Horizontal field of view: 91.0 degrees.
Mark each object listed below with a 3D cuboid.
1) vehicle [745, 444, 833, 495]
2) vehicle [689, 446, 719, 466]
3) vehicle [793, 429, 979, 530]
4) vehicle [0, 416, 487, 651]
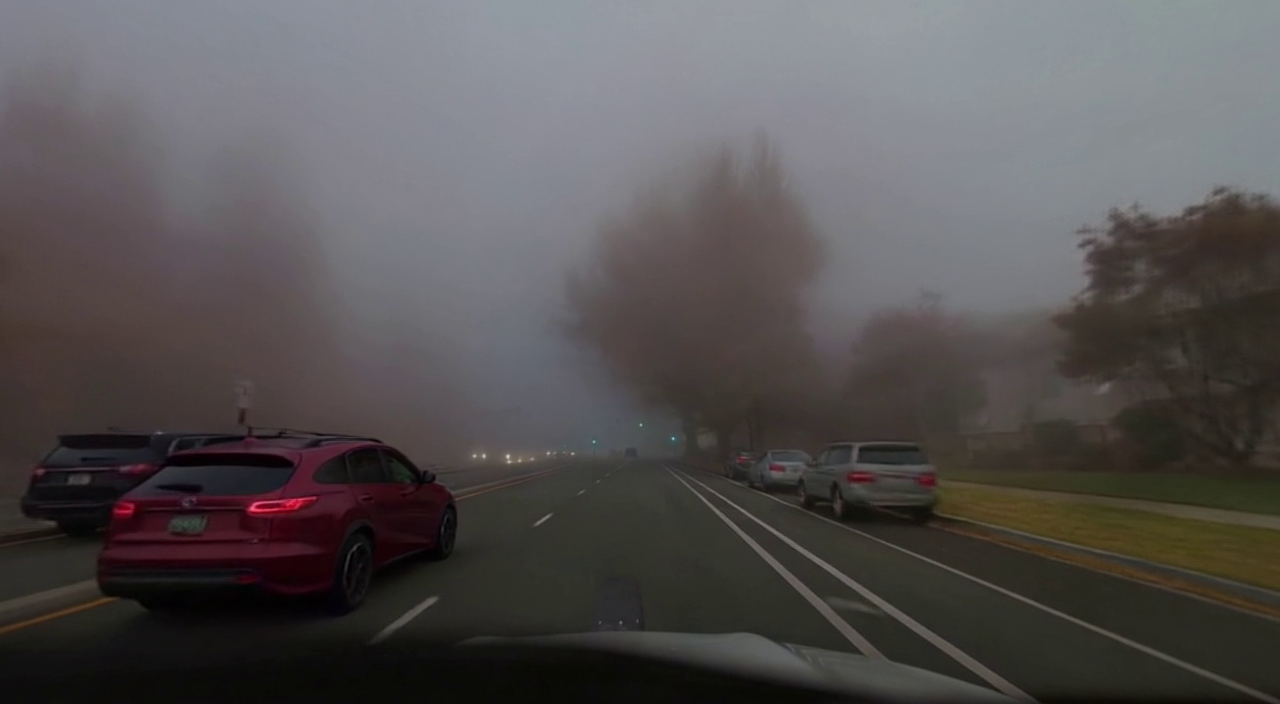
[{"bbox_3d":[4.867,3.898,21.282,1.889,1.491,4.614,0,-9,0],"label":"vehicle"},{"bbox_3d":[4.900,7.997,48.569,1.955,1.499,4.536,0,-9,2],"label":"vehicle"},{"bbox_3d":[4.744,2.517,13.001,2.014,1.700,4.369,0,-9,-1],"label":"vehicle"},{"bbox_3d":[-3.135,1.503,6.339,1.982,1.478,4.465,0,-9,1],"label":"vehicle"}]
